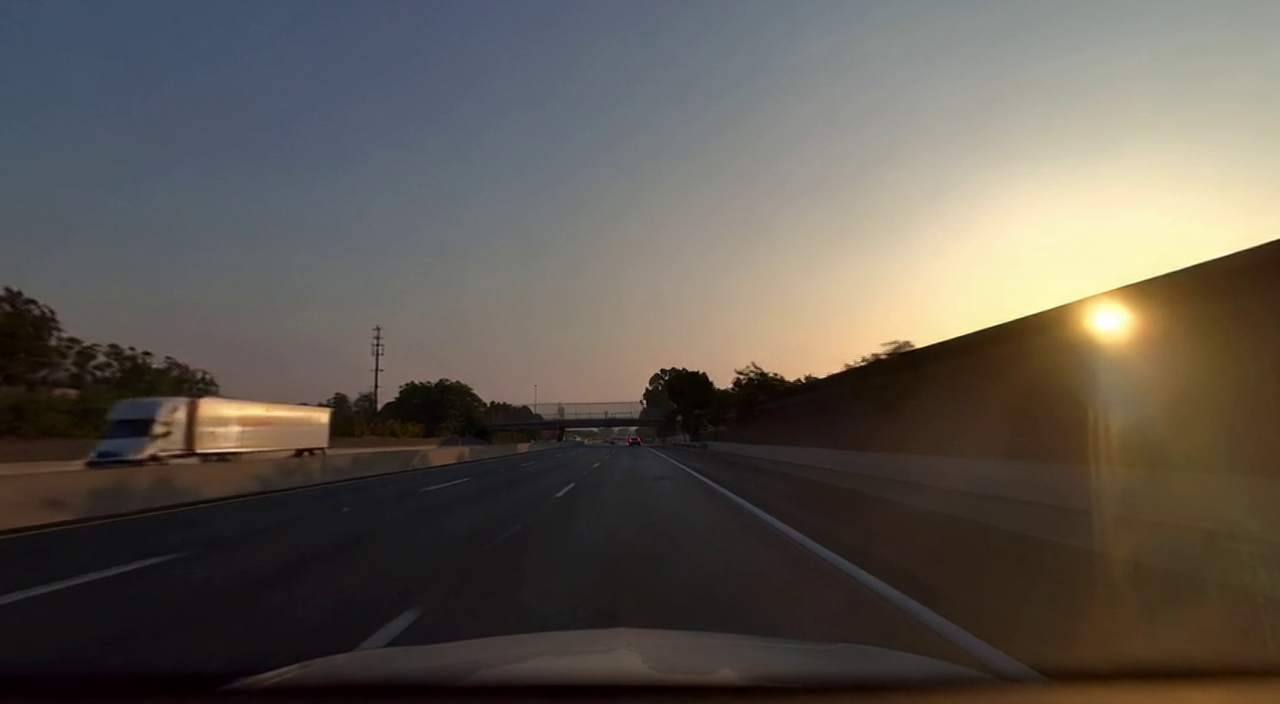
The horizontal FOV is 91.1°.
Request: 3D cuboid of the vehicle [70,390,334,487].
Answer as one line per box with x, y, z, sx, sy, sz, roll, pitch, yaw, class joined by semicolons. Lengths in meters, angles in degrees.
-22.844;4.832;35.317;3.192;4.094;16.559;0;-8;-1;vehicle
